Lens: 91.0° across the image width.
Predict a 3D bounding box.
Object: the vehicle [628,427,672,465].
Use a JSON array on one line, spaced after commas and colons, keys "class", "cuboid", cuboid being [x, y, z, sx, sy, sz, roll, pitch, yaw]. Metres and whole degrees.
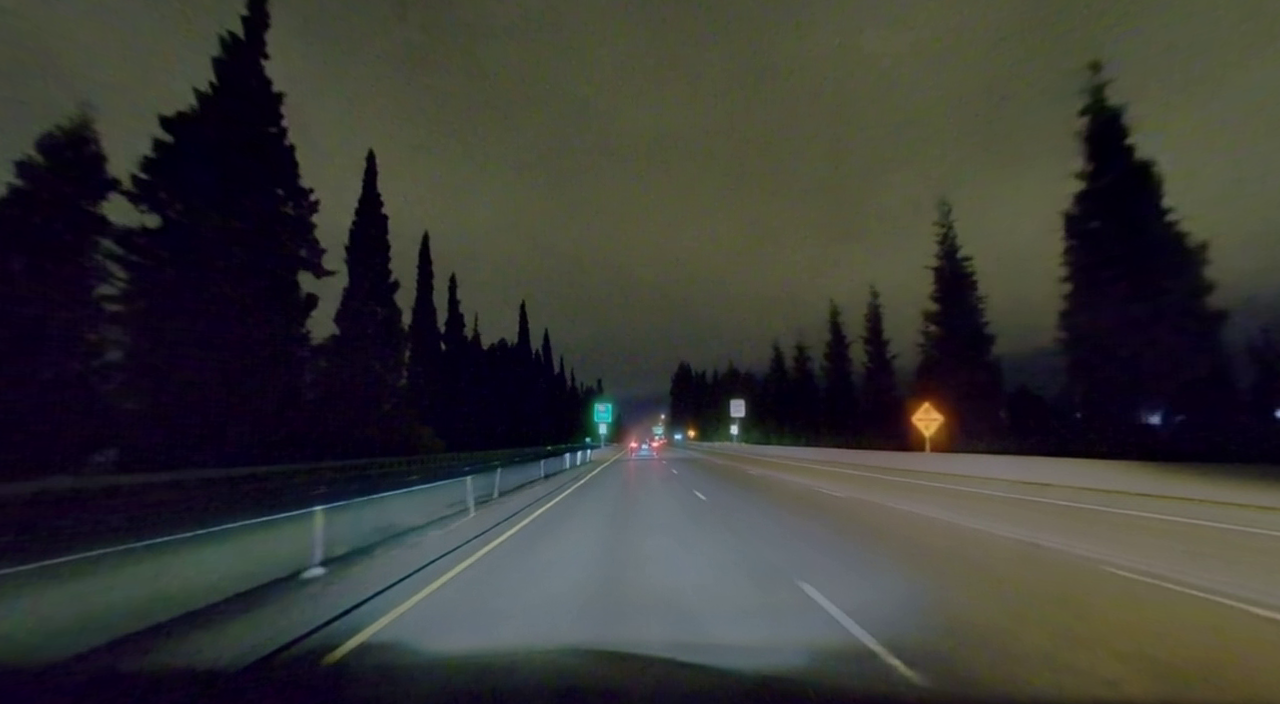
[{"class": "vehicle", "cuboid": [0.545, 5.151, 34.598, 2.301, 1.944, 4.554, 0, -8, 1]}]
